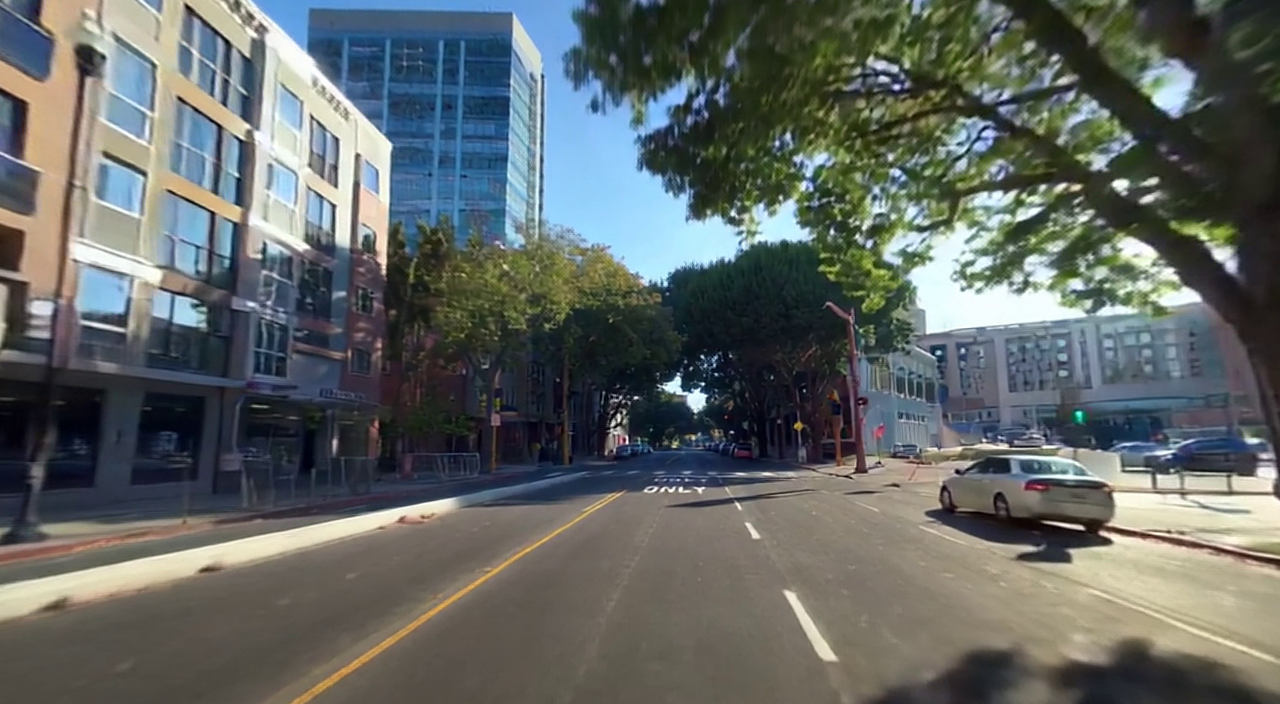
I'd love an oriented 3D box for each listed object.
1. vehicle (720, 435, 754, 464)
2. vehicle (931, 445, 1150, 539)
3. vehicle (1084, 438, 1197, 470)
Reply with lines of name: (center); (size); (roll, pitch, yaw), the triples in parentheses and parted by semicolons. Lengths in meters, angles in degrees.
vehicle: (6.698, 6.762, 43.910); (1.971, 1.919, 4.748); (-1, -8, 5)
vehicle: (7.426, 2.561, 12.279); (1.759, 1.488, 4.124); (-1, -8, 4)
vehicle: (28.587, 5.818, 36.135); (4.525, 1.769, 2.180); (0, -8, 2)
